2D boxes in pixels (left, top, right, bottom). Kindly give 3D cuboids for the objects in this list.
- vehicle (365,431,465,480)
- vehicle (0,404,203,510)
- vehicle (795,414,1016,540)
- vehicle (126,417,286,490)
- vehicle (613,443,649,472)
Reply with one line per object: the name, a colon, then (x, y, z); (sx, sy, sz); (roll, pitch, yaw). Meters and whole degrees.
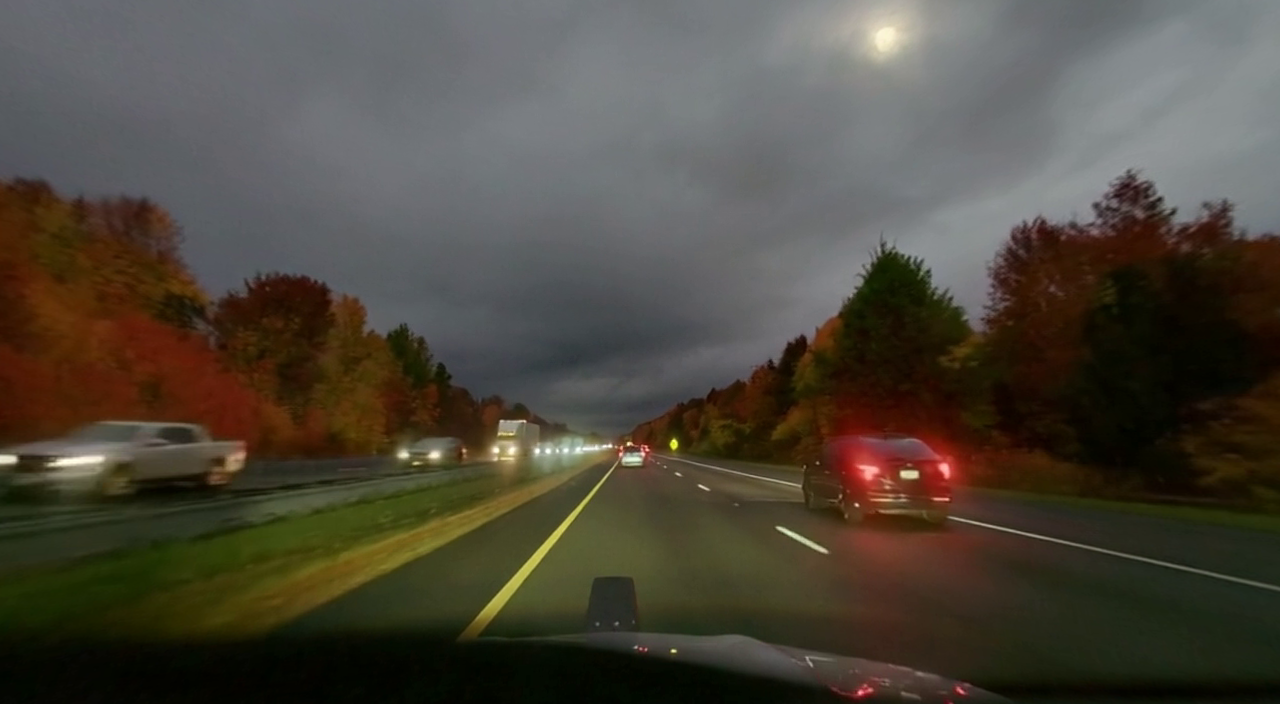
vehicle: (-8.332, 3.871, 23.670); (2.047, 1.628, 4.536); (-1, -9, 1)
vehicle: (-12.310, 2.248, 13.620); (2.160, 1.890, 4.748); (-1, -9, 0)
vehicle: (4.259, 2.073, 10.951); (1.982, 1.745, 4.151); (0, -9, 0)
vehicle: (-12.374, 2.914, 18.202); (2.022, 1.882, 3.487); (-1, -9, 1)
vehicle: (-0.591, 6.681, 39.928); (2.151, 1.693, 4.201); (0, -9, -1)
